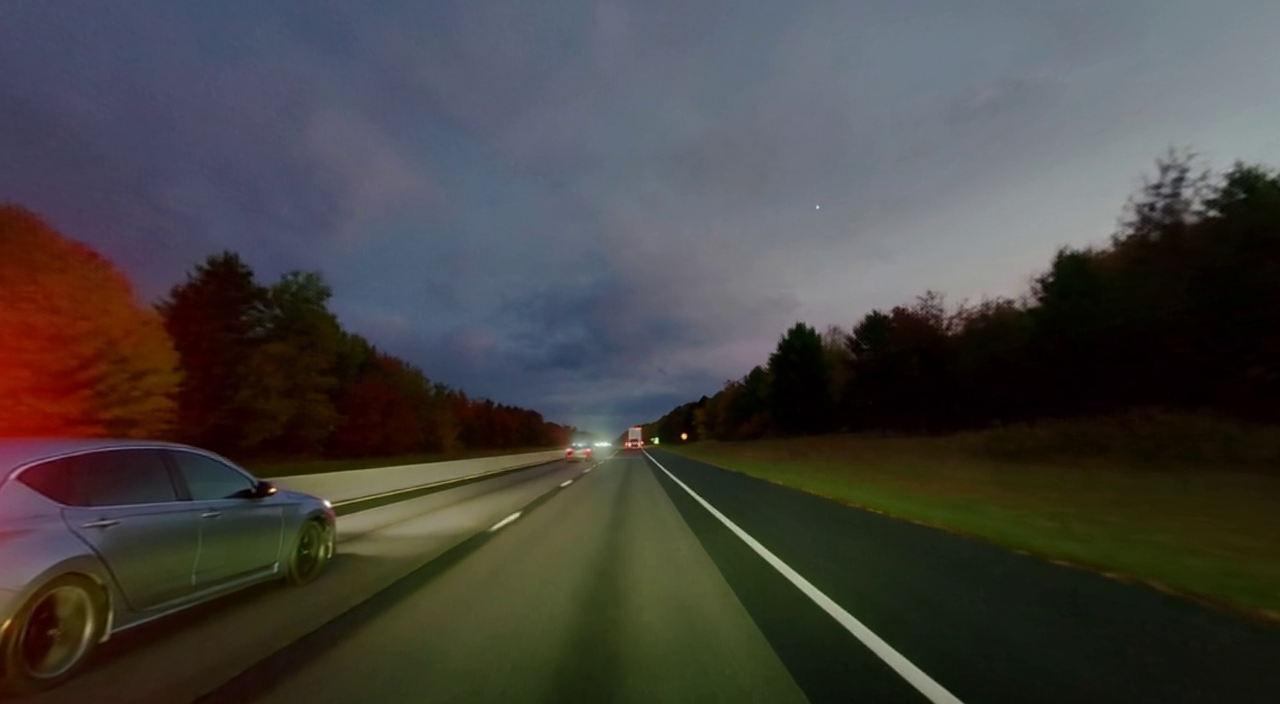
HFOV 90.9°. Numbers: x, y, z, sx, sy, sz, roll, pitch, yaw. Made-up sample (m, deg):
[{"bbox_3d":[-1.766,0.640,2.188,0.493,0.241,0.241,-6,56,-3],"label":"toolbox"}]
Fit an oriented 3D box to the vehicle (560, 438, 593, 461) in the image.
[{"bbox_3d":[-4.581,7.135,46.152,2.002,1.553,4.247,0,-8,-1],"label":"vehicle"}]
